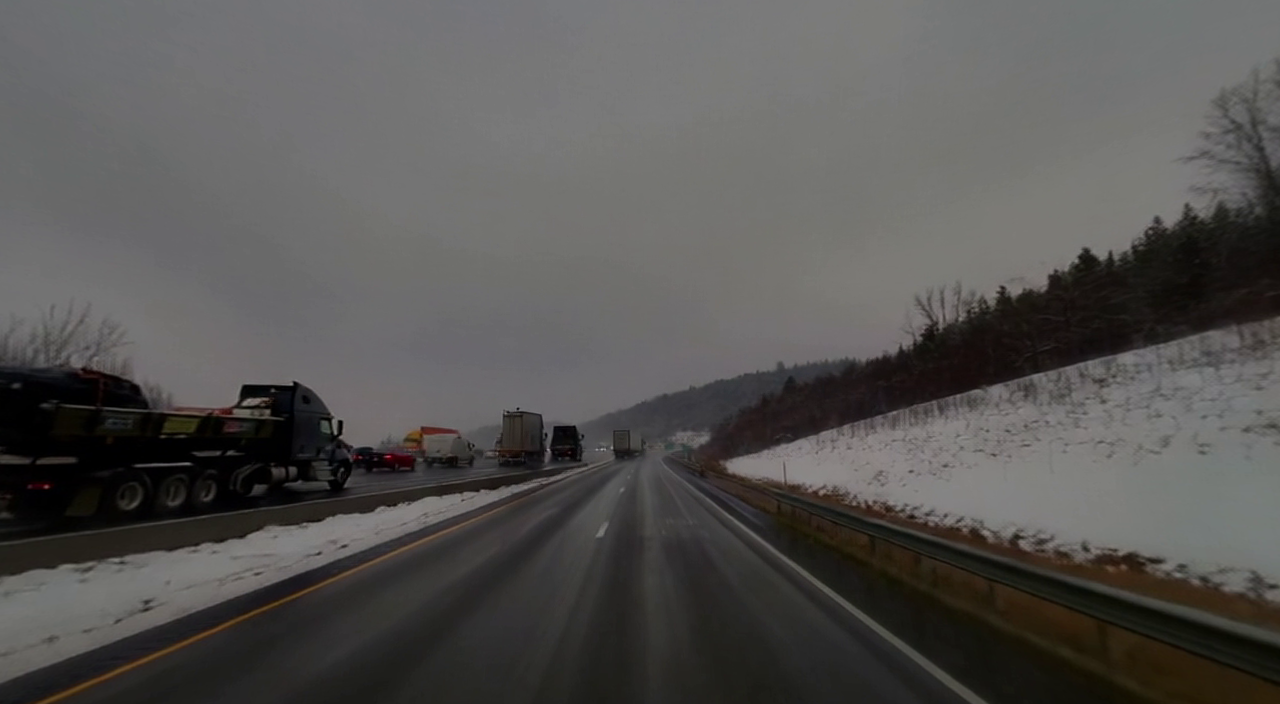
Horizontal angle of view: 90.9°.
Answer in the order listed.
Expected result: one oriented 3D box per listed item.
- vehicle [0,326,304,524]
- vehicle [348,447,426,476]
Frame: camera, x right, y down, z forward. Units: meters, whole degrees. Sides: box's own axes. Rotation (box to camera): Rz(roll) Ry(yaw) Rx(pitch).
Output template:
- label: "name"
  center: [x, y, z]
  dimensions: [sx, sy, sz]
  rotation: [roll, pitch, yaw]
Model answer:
- label: "vehicle"
  center: [-12.902, 1.832, 14.750]
  dimensions: [2.745, 3.617, 11.590]
  rotation: [-1, -9, 5]
- label: "vehicle"
  center: [-14.175, 6.173, 35.631]
  dimensions: [1.925, 1.493, 4.864]
  rotation: [-1, -9, 7]
